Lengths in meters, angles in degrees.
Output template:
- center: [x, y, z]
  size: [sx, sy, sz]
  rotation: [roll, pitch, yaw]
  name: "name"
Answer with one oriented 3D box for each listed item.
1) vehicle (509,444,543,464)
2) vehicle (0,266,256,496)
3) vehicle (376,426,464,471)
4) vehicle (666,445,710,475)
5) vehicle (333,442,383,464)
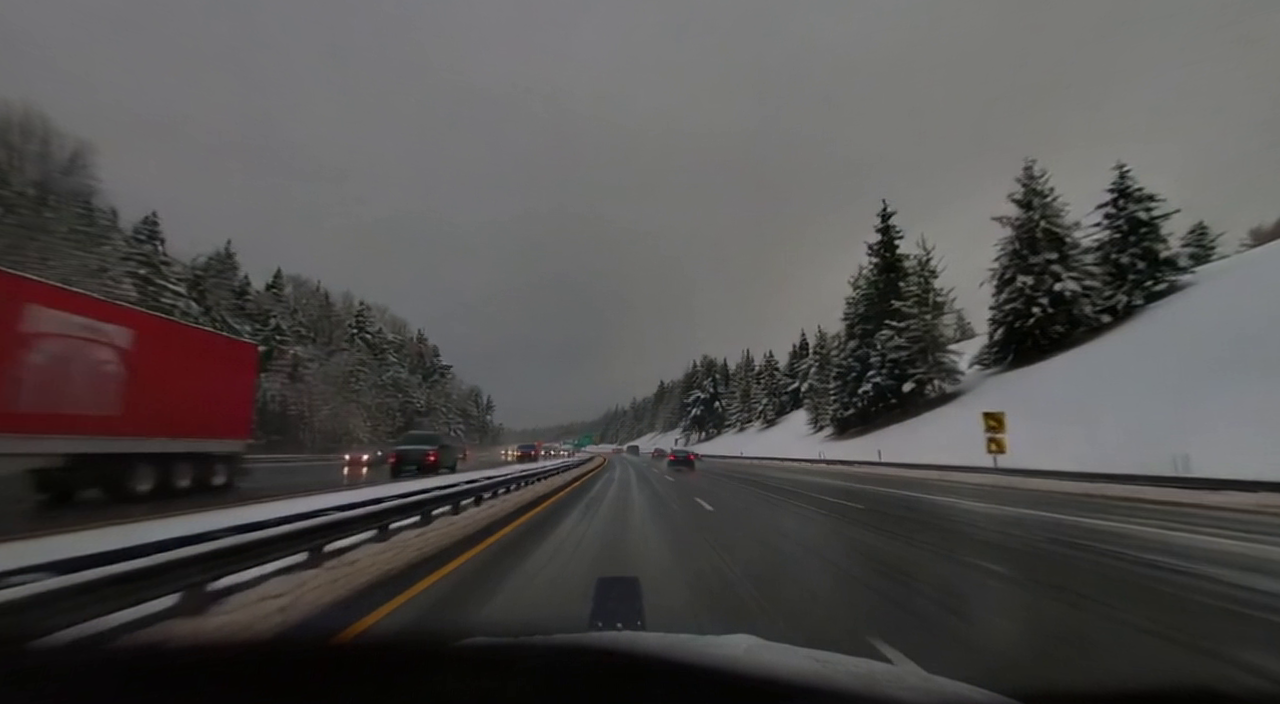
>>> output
- center: [-8.683, 7.773, 48.274]
  size: [1.896, 1.453, 4.125]
  rotation: [0, -9, -1]
  name: "vehicle"
- center: [-12.616, 0.999, 14.069]
  size: [2.867, 3.956, 8.117]
  rotation: [0, -9, -1]
  name: "vehicle"
- center: [-8.316, 3.722, 24.202]
  size: [1.965, 1.566, 4.141]
  rotation: [0, -9, -2]
  name: "vehicle"
- center: [2.665, 6.124, 35.860]
  size: [2.111, 1.599, 3.859]
  rotation: [0, -9, -2]
  name: "vehicle"
- center: [-20.492, 7.334, 45.969]
  size: [1.822, 1.495, 4.247]
  rotation: [1, -9, -4]
  name: "vehicle"
